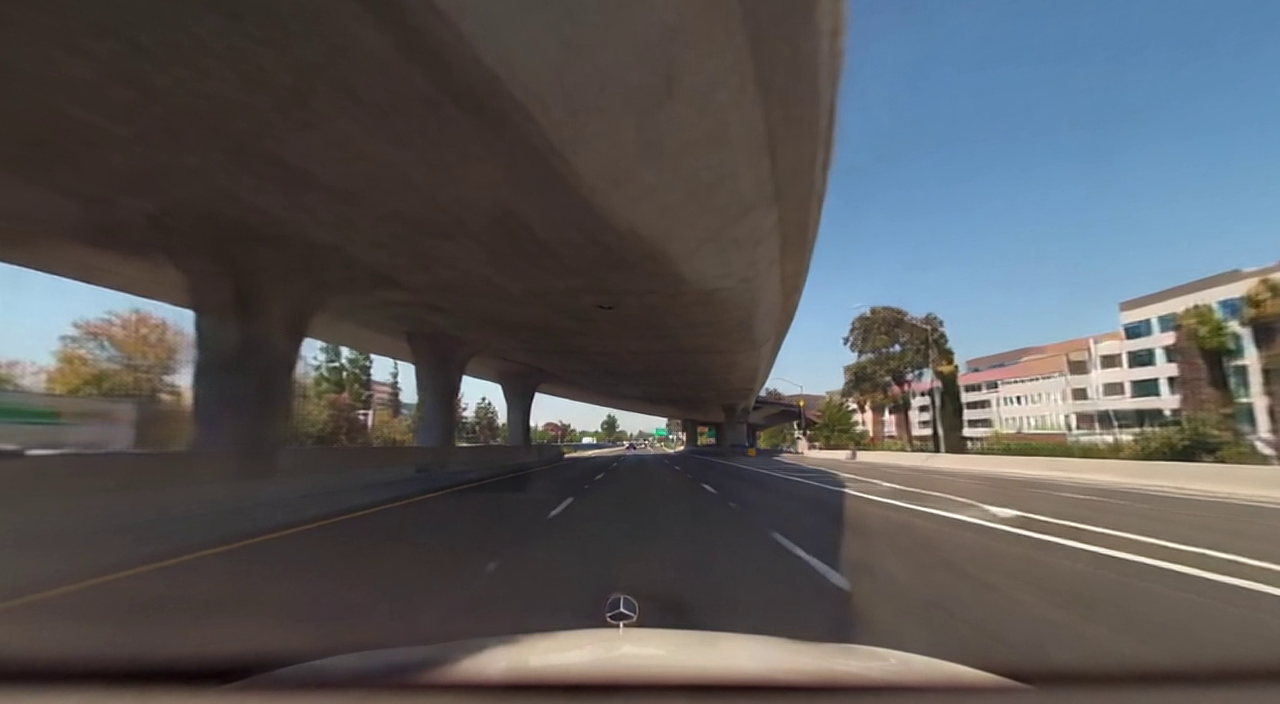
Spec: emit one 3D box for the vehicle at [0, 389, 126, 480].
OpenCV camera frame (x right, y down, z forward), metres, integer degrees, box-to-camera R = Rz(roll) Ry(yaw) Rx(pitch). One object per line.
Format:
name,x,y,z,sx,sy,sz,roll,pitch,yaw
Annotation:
vehicle,-31.183,3.632,27.863,2.946,4.172,16.350,0,-9,1
